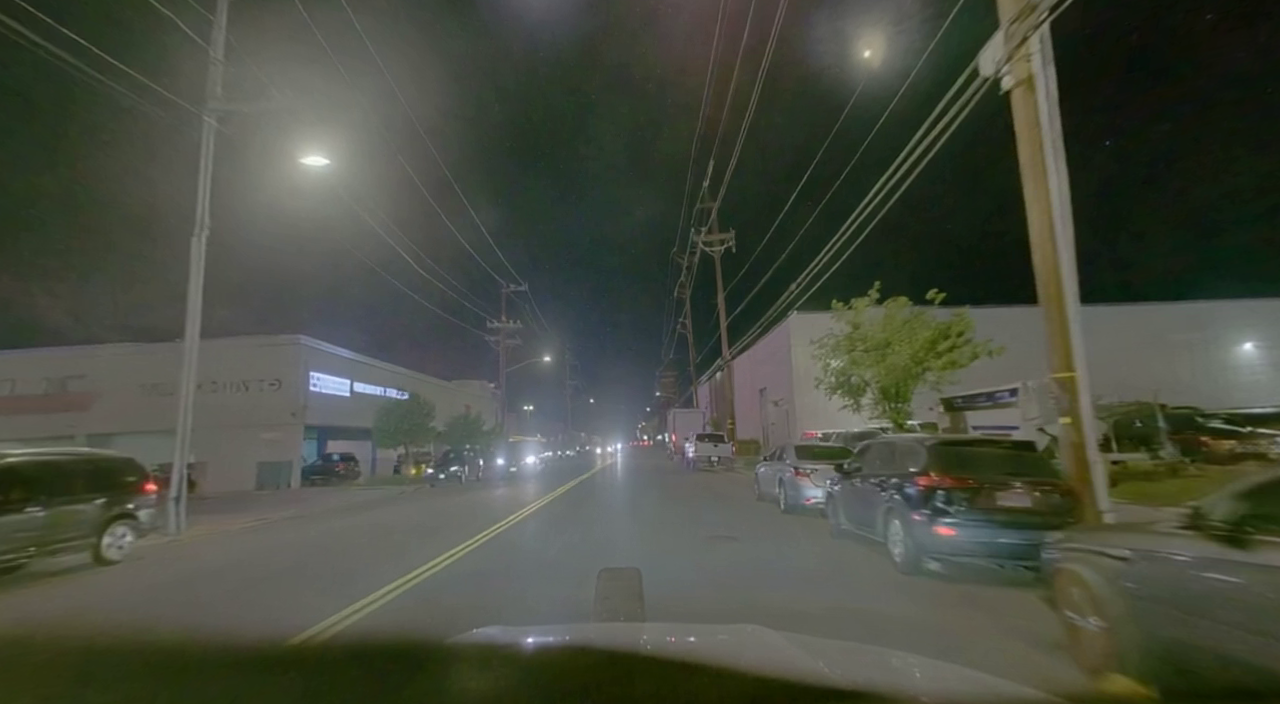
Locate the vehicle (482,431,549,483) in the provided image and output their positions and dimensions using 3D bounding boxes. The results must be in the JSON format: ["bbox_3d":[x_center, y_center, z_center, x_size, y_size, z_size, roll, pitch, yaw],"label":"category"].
[{"bbox_3d":[-5.324,4.564,27.664,2.254,1.963,4.823,-2,-9,-5],"label":"vehicle"}]

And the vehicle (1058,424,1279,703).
[{"bbox_3d":[3.533,0.869,1.614,1.948,1.433,4.385,0,-9,1],"label":"vehicle"}]

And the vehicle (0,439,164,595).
[{"bbox_3d":[-8.421,2.032,7.748,1.909,1.778,4.383,-3,-8,-2],"label":"vehicle"}]

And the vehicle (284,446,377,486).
[{"bbox_3d":[-14.286,5.268,29.515,2.016,1.721,4.410,-1,-9,1],"label":"vehicle"}]

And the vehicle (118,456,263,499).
[{"bbox_3d":[-17.253,4.823,24.412,4.136,1.510,1.842,0,-9,0],"label":"vehicle"}]

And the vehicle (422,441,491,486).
[{"bbox_3d":[-8.339,5.071,29.041,1.921,1.750,4.208,-4,-9,-1],"label":"vehicle"}]

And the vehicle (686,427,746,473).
[{"bbox_3d":[3.564,4.795,30.896,2.249,2.026,6.211,0,-9,1],"label":"vehicle"}]

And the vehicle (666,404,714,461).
[{"bbox_3d":[3.549,6.082,46.884,2.874,3.757,8.612,0,-9,0],"label":"vehicle"}]

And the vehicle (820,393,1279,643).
[{"bbox_3d":[3.598,1.497,6.810,1.911,1.654,5.061,0,-9,1],"label":"vehicle"}]
